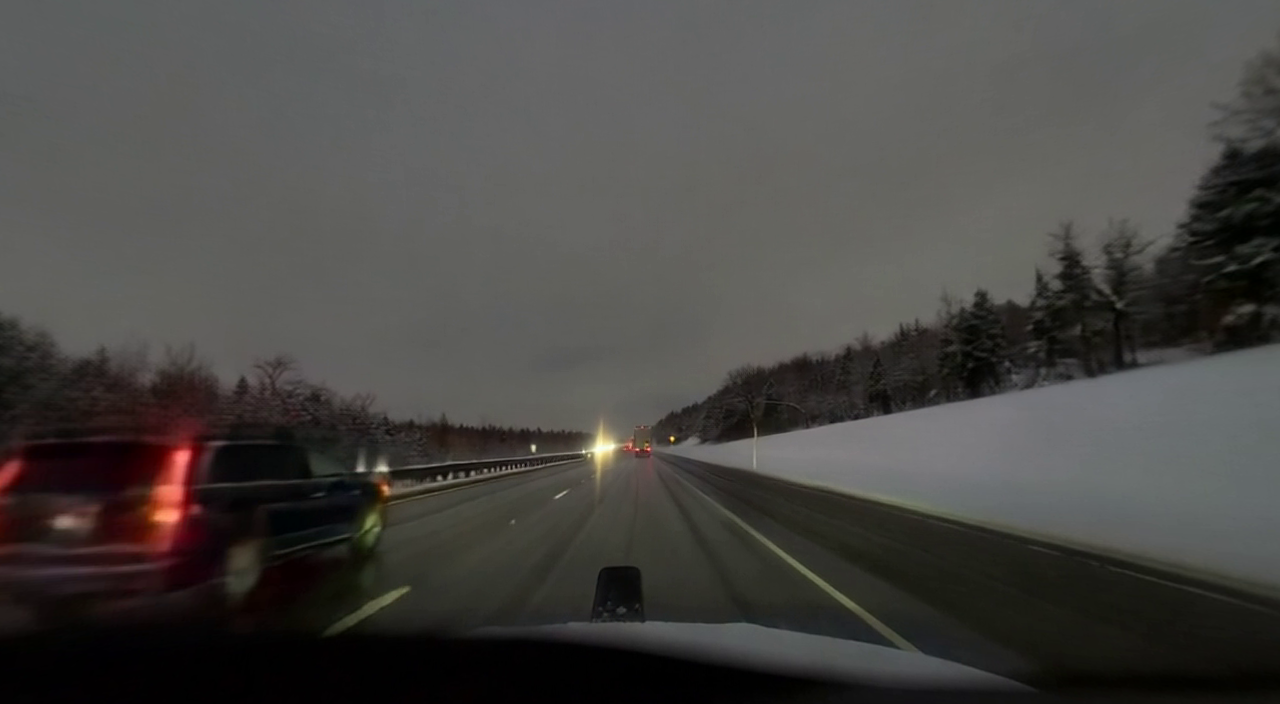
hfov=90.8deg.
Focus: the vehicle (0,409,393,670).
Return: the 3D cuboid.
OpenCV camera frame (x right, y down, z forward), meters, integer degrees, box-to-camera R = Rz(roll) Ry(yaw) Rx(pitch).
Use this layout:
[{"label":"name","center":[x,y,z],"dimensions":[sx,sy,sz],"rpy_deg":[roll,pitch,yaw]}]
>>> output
[{"label":"vehicle","center":[-3.949,1.418,5.749],"dimensions":[1.880,1.569,3.714],"rpy_deg":[0,-9,0]}]
